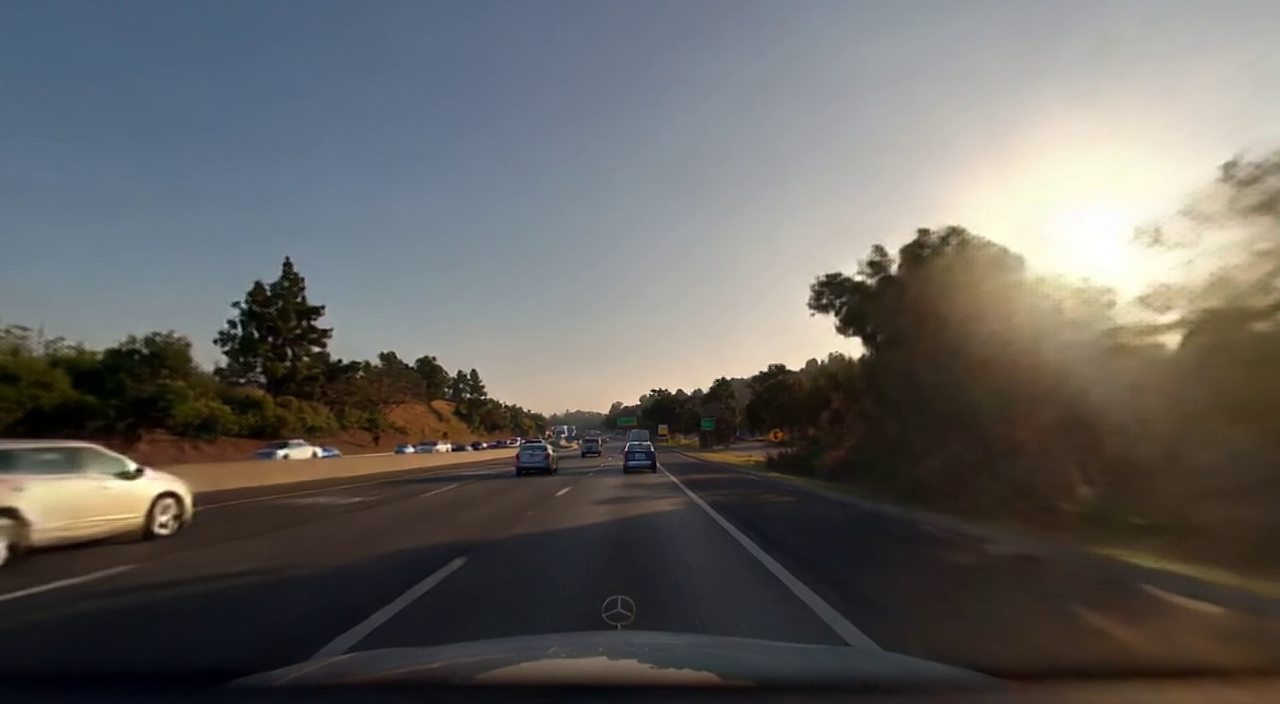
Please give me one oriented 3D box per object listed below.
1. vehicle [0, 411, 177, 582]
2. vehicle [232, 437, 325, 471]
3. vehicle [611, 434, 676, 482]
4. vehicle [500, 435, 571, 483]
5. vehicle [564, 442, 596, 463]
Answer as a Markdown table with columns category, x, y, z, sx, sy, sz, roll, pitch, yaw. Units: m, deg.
| category | x | y | z | sx | sy | sz | roll | pitch | yaw |
| --- | --- | --- | --- | --- | --- | --- | --- | --- | --- |
| vehicle | -7.351 | 1.403 | 6.092 | 2.195 | 1.652 | 4.733 | 0 | -8 | 0 |
| vehicle | -21.826 | 6.190 | 38.523 | 2.238 | 1.895 | 5.840 | 0 | -8 | 0 |
| vehicle | 0.094 | 4.231 | 25.429 | 2.378 | 1.750 | 4.355 | 0 | -8 | -1 |
| vehicle | -4.044 | 4.222 | 25.132 | 2.044 | 1.717 | 4.421 | 0 | -8 | 0 |
| vehicle | -4.644 | 7.858 | 49.580 | 2.084 | 1.528 | 4.094 | 0 | -8 | 0 |
